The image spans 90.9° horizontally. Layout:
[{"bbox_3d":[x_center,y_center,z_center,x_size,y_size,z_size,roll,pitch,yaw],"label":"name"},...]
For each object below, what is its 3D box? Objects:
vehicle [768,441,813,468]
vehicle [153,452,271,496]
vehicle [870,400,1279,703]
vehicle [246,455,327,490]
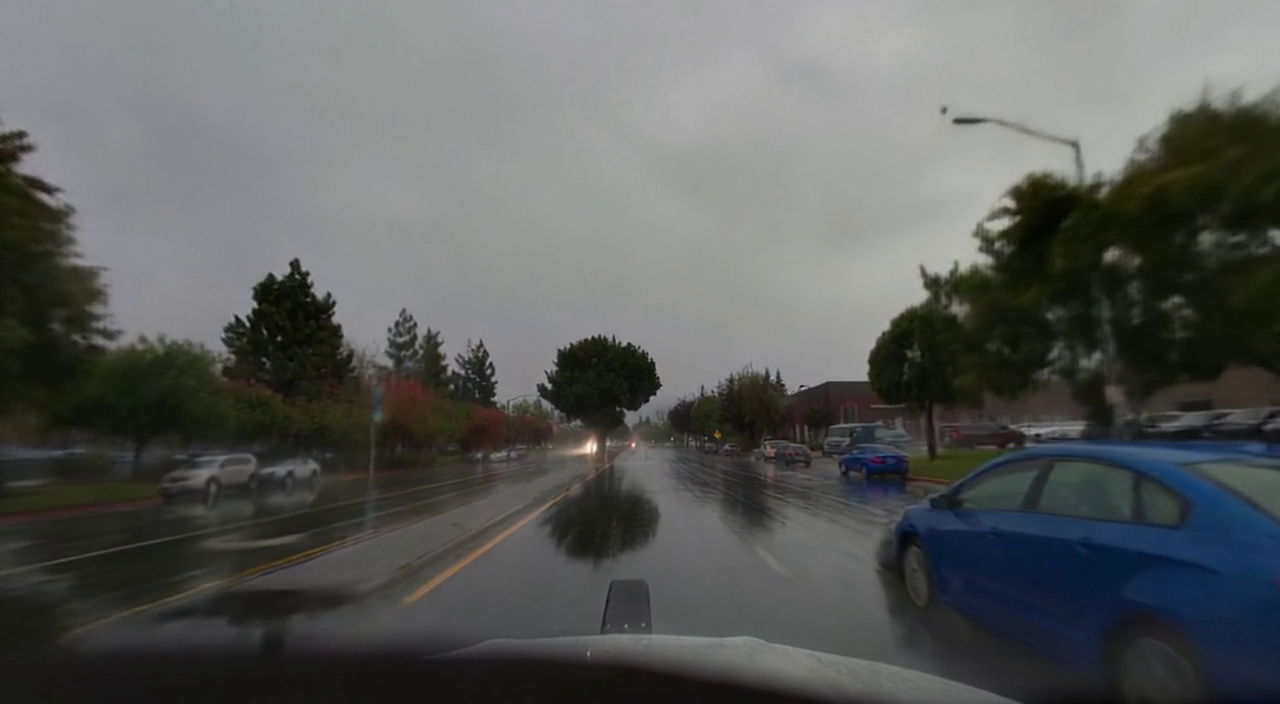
[{"bbox_3d":[9.783,6.671,41.206,1.889,1.629,4.072,0,-8,0],"label":"vehicle"},{"bbox_3d":[-18.633,5.298,27.792,1.993,1.686,4.698,0,-8,-2],"label":"vehicle"},{"bbox_3d":[3.109,1.067,3.253,2.141,1.443,4.499,0,-8,0],"label":"vehicle"},{"bbox_3d":[-18.507,6.273,33.211,1.828,1.457,4.292,-3,-7,0],"label":"vehicle"}]
